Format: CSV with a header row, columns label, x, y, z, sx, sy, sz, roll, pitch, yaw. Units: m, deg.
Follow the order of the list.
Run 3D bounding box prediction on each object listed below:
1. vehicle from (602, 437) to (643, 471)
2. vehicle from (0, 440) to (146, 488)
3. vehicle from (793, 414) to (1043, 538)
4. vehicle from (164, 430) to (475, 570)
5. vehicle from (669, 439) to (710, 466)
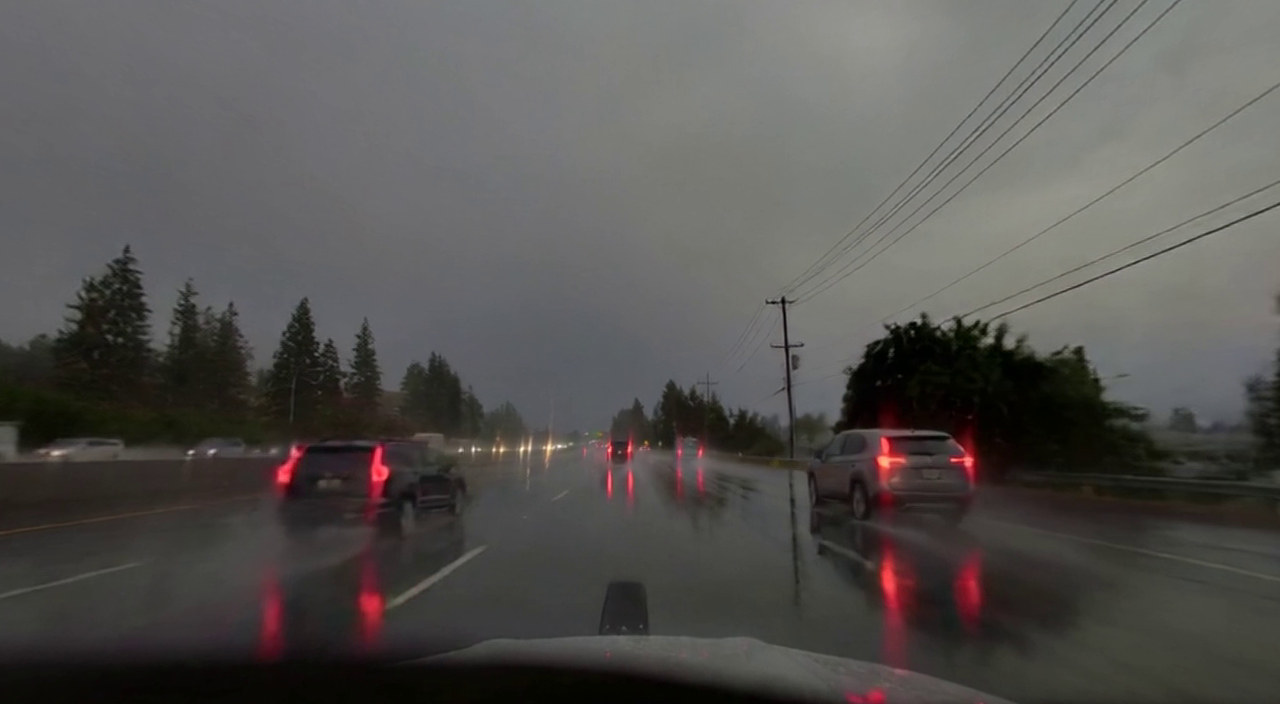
label,x,y,z,sx,sy,sz,roll,pitch,yaw
vehicle,-0.994,5.782,35.850,2.192,1.769,4.287,0,-8,-2
vehicle,-20.600,3.925,22.507,1.881,1.516,5.010,0,-8,0
vehicle,4.482,2.085,11.252,2.102,1.723,4.745,0,-8,-2
vehicle,-4.317,2.064,9.808,2.091,1.562,5.220,0,-8,0
vehicle,3.242,6.734,42.512,2.099,1.720,4.829,0,-8,-4
